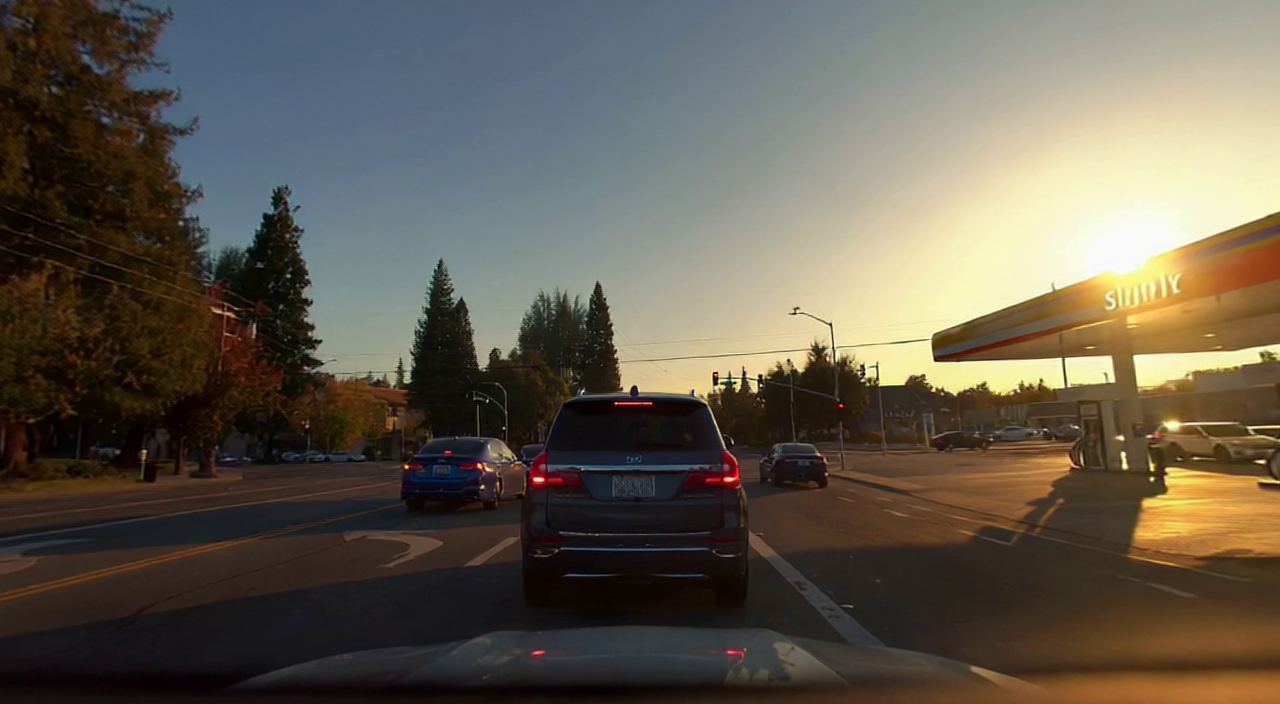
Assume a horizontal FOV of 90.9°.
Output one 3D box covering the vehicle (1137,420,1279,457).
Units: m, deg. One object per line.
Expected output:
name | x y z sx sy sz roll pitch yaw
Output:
vehicle | 25.940 3.968 28.782 4.551 1.616 1.973 -2 -9 11

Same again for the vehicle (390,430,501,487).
vehicle | -6.645 3.709 22.170 2.065 1.753 4.525 -1 -9 6

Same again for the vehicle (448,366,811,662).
vehicle | 0.011 1.319 6.134 2.236 1.819 4.291 0 -9 2
